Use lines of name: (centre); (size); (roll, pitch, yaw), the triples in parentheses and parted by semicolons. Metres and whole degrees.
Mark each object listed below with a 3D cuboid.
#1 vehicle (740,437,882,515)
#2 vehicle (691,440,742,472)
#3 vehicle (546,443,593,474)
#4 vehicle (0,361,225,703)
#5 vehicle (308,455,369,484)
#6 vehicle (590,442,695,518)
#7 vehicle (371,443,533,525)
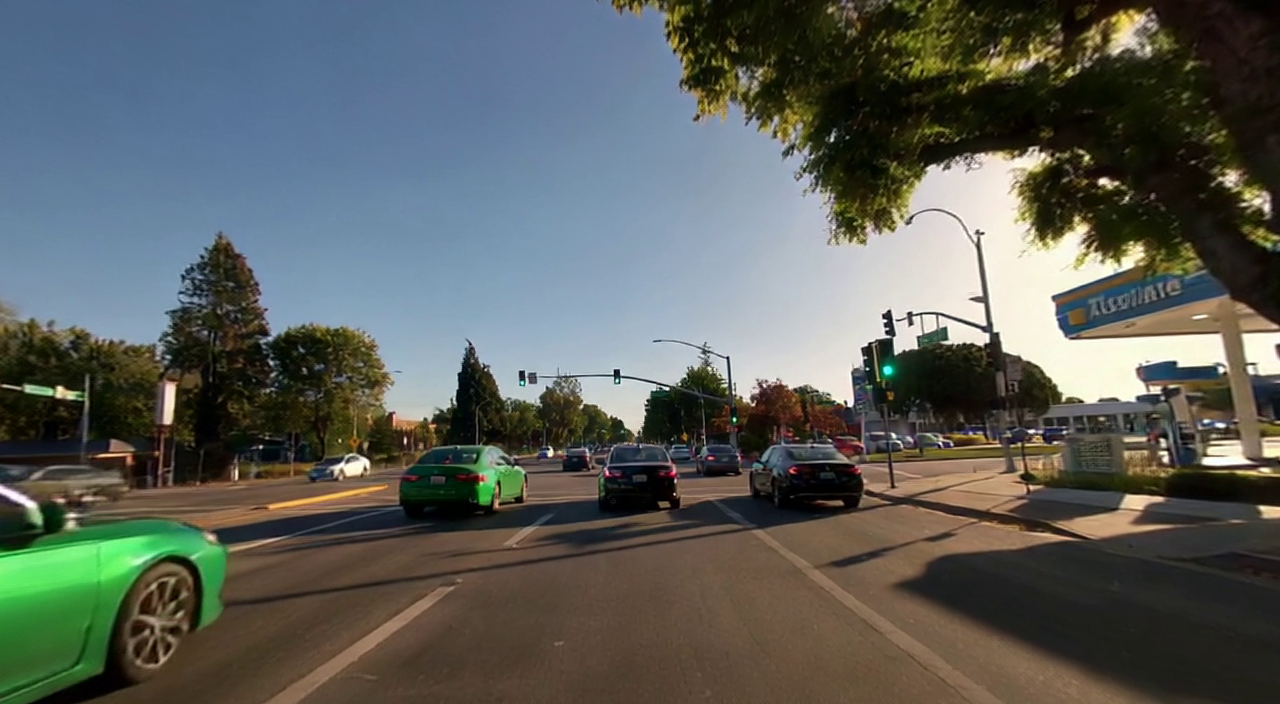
vehicle: (3.642, 2.714, 14.384); (1.920, 1.479, 4.548); (0, -8, -1)
vehicle: (3.801, 5.249, 32.099); (1.942, 1.482, 4.623); (0, -8, -1)
vehicle: (-3.719, 5.694, 33.910); (1.896, 1.501, 4.390); (-1, -8, 2)
vehicle: (-3.633, 0.728, 1.469); (2.023, 1.687, 4.874); (0, -8, 0)
vehicle: (-18.621, 7.258, 39.128); (1.849, 1.587, 3.812); (-1, -8, 1)
vehicle: (0.024, 2.742, 14.037); (1.994, 1.433, 3.894); (0, -8, -1)
vehicle: (-3.753, 2.691, 13.558); (1.995, 1.436, 4.500); (-1, -8, 1)
